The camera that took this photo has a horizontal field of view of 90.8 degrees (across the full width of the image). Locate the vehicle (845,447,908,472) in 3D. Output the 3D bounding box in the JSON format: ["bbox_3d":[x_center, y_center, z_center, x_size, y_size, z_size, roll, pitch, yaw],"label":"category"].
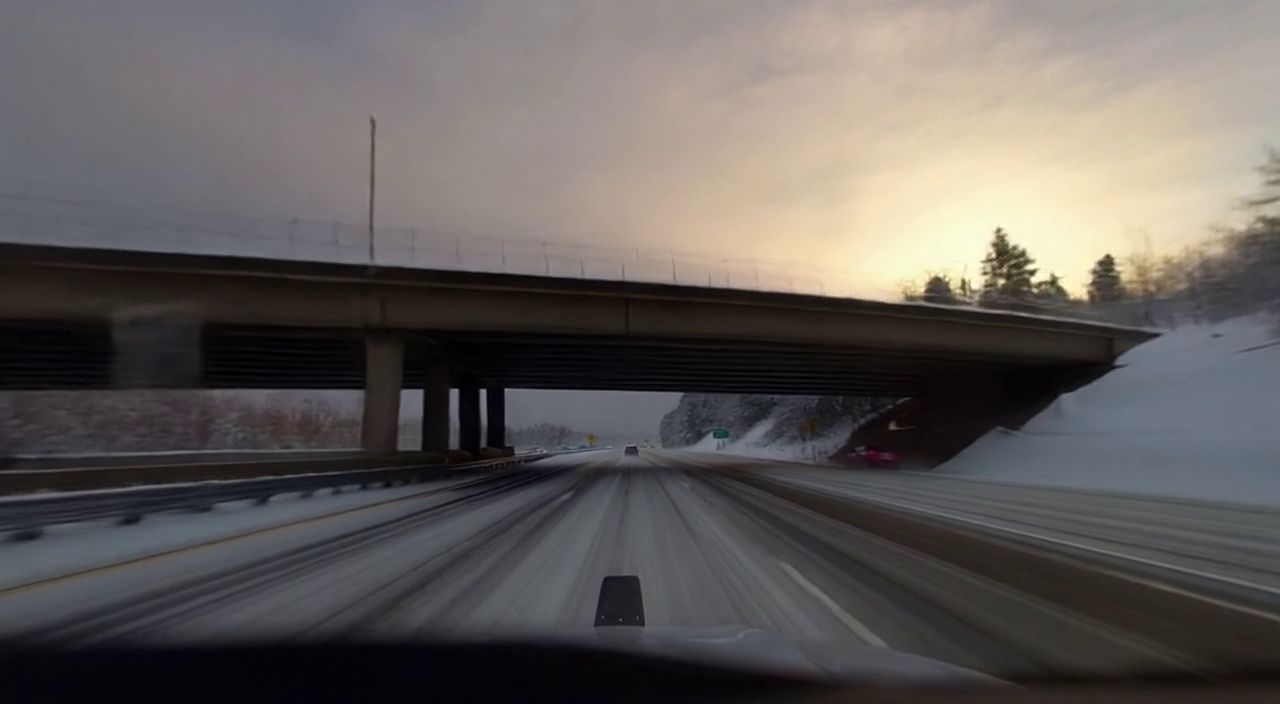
[{"bbox_3d":[15.208,6.919,40.934,1.959,1.519,5.235,0,-9,-1],"label":"vehicle"}]
